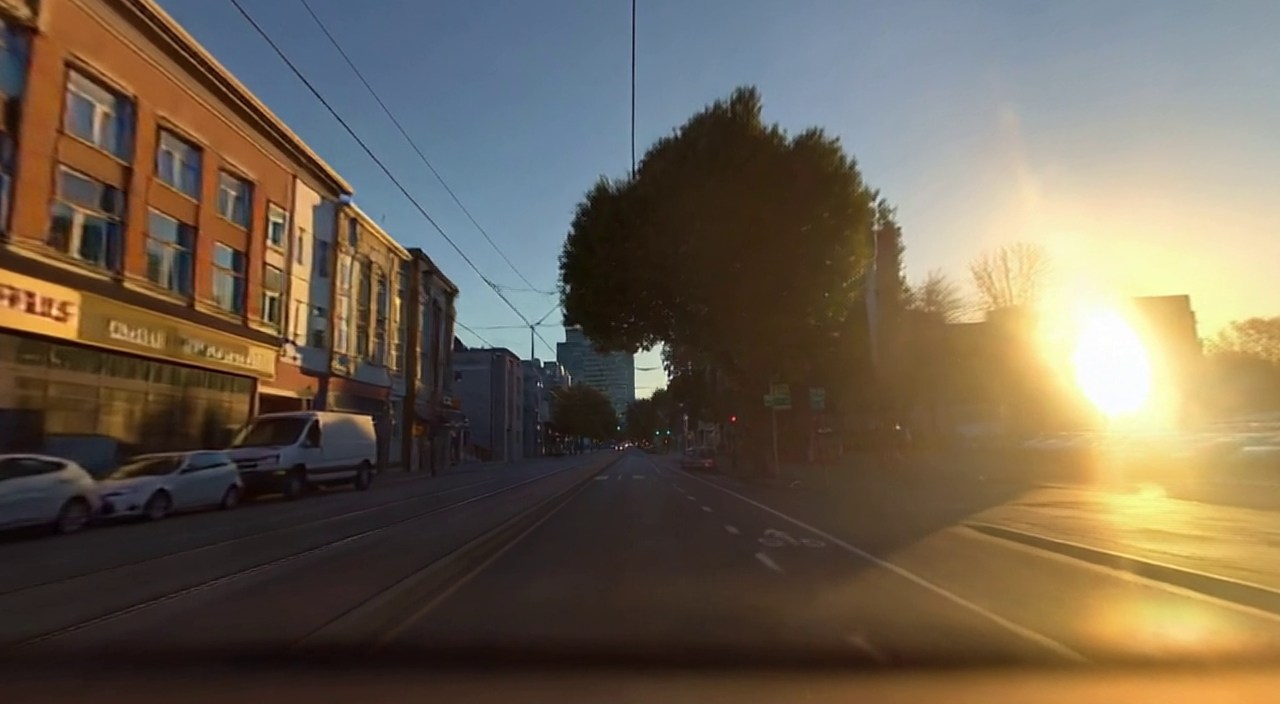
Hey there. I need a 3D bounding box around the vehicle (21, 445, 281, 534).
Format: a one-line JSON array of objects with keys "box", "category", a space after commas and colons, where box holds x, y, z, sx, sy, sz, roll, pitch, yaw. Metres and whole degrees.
[{"box": [-10.219, 2.840, 13.821, 1.789, 1.484, 4.916, -2, -8, 0], "category": "vehicle"}]

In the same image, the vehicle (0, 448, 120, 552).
[{"box": [-10.098, 2.132, 8.983, 1.897, 1.464, 4.209, 0, -8, -3], "category": "vehicle"}]

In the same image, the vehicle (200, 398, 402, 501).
[{"box": [-10.677, 3.186, 21.038, 2.378, 2.765, 7.920, 0, -8, -1], "category": "vehicle"}]

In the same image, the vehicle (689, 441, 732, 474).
[{"box": [3.529, 5.312, 32.034, 1.819, 1.546, 3.681, -1, -8, 1], "category": "vehicle"}]
